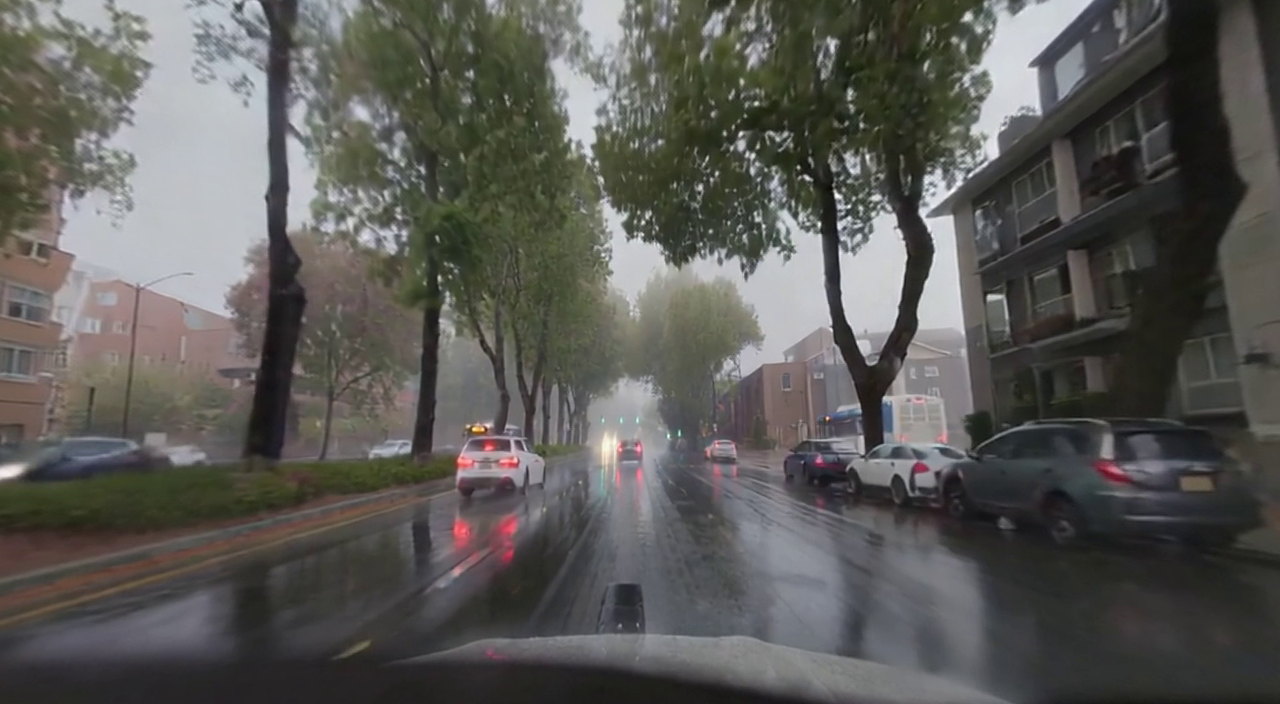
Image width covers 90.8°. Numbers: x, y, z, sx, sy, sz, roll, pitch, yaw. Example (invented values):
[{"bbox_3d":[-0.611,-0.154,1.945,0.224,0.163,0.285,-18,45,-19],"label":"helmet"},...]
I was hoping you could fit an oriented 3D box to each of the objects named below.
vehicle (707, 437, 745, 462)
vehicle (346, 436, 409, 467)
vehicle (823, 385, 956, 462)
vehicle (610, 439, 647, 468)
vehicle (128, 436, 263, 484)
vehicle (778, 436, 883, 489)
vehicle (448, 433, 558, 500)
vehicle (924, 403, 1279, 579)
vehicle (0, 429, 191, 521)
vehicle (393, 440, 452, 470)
[{"bbox_3d":[6.482,7.423,48.260,2.206,1.803,5.753,-1,-8,1],"label":"vehicle"},{"bbox_3d":[-16.782,6.359,40.650,1.912,1.855,4.652,-1,-8,3],"label":"vehicle"},{"bbox_3d":[17.801,5.510,47.332,3.225,4.571,16.558,-3,-8,0],"label":"vehicle"},{"bbox_3d":[-0.610,5.738,36.024,1.999,1.520,3.896,-1,-8,0],"label":"vehicle"},{"bbox_3d":[-16.810,4.093,24.223,1.885,1.642,4.397,-1,-8,1],"label":"vehicle"},{"bbox_3d":[6.314,3.683,21.513,2.130,1.584,4.181,0,-8,-2],"label":"vehicle"},{"bbox_3d":[-3.455,2.965,16.855,1.934,1.522,4.287,-1,-8,1],"label":"vehicle"},{"bbox_3d":[6.493,1.790,9.100,2.375,1.786,5.078,0,-8,-1],"label":"vehicle"},{"bbox_3d":[-11.688,2.340,12.462,1.972,1.533,5.024,0,-8,0],"label":"vehicle"},{"bbox_3d":[-11.682,5.536,34.236,1.804,1.462,4.392,0,-8,-2],"label":"vehicle"}]
